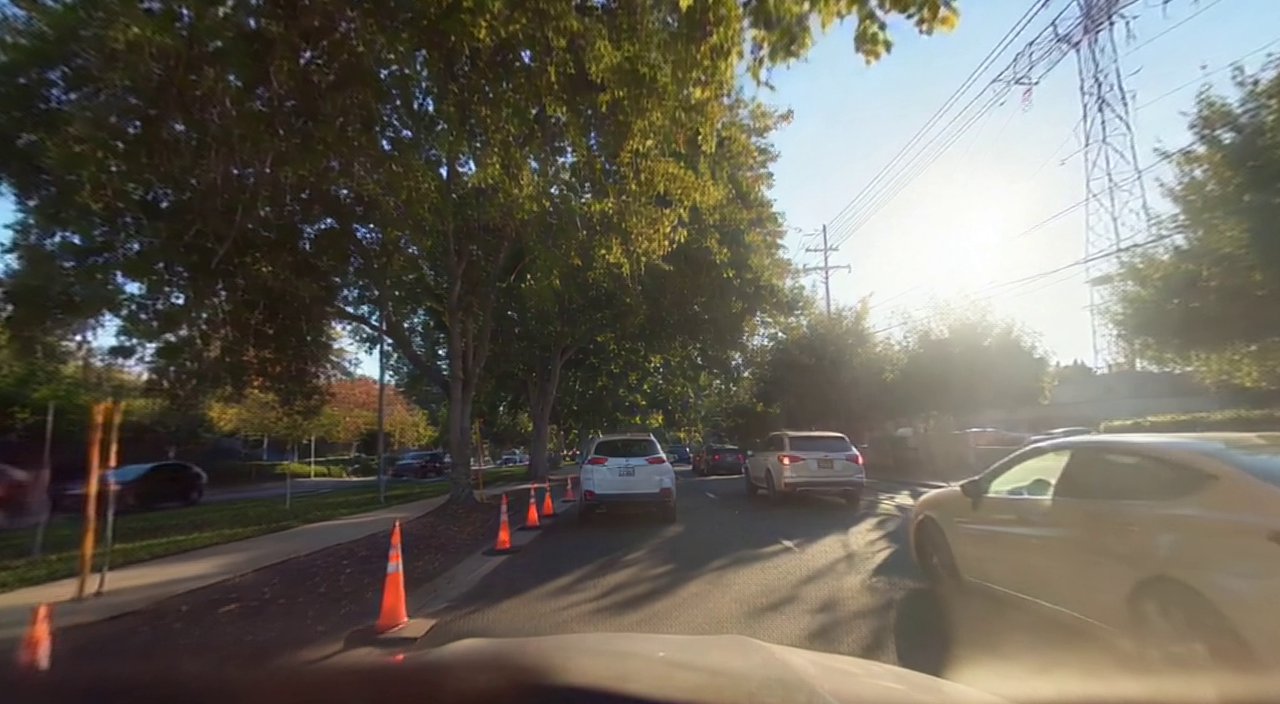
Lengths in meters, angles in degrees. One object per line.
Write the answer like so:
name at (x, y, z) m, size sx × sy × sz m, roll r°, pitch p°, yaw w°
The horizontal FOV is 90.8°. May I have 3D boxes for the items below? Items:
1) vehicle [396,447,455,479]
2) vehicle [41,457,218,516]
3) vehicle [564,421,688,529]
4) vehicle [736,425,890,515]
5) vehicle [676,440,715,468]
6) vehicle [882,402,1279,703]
vehicle at (-12.658, 6.544, 37.572) m, size 1.911 × 1.693 × 4.452 m, roll -1°, pitch -8°, yaw 0°
vehicle at (-16.494, 4.316, 20.832) m, size 1.922 × 1.588 × 4.682 m, roll -1°, pitch -8°, yaw 0°
vehicle at (-0.275, 2.332, 12.525) m, size 2.050 × 1.745 × 3.915 m, roll 0°, pitch -8°, yaw -1°
vehicle at (3.757, 2.656, 14.753) m, size 2.116 × 1.726 × 4.672 m, roll 0°, pitch -8°, yaw -2°
vehicle at (3.694, 6.896, 42.910) m, size 2.175 × 1.788 × 4.271 m, roll 0°, pitch -8°, yaw -2°
vehicle at (3.393, 1.130, 3.860) m, size 1.977 × 1.460 × 4.565 m, roll 0°, pitch -8°, yaw 0°
